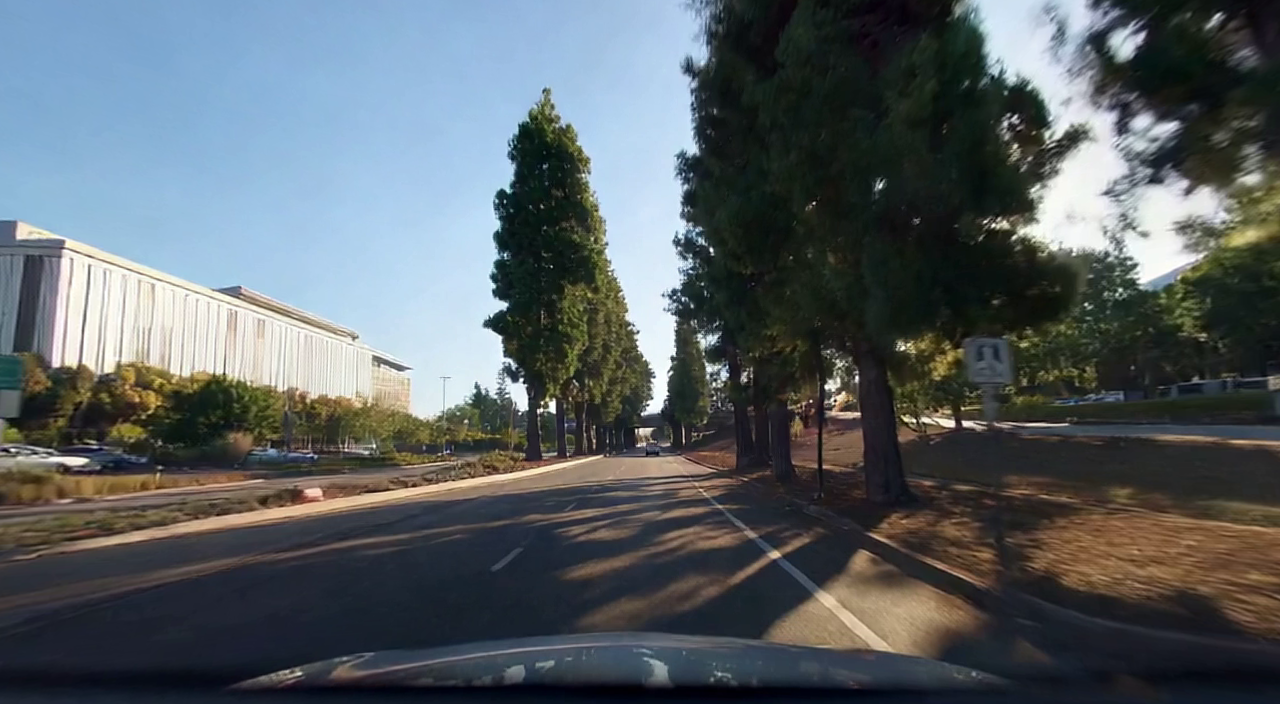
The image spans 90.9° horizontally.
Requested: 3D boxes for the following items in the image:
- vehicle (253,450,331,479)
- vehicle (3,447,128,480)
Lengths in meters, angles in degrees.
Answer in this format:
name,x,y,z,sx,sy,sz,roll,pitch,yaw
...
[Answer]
name,x,y,z,sx,sy,sz,roll,pitch,yaw
vehicle,-21.445,6.929,39.146,1.945,1.481,5.005,-3,-8,1
vehicle,-30.608,5.911,33.723,1.797,1.621,4.454,-4,-10,30
